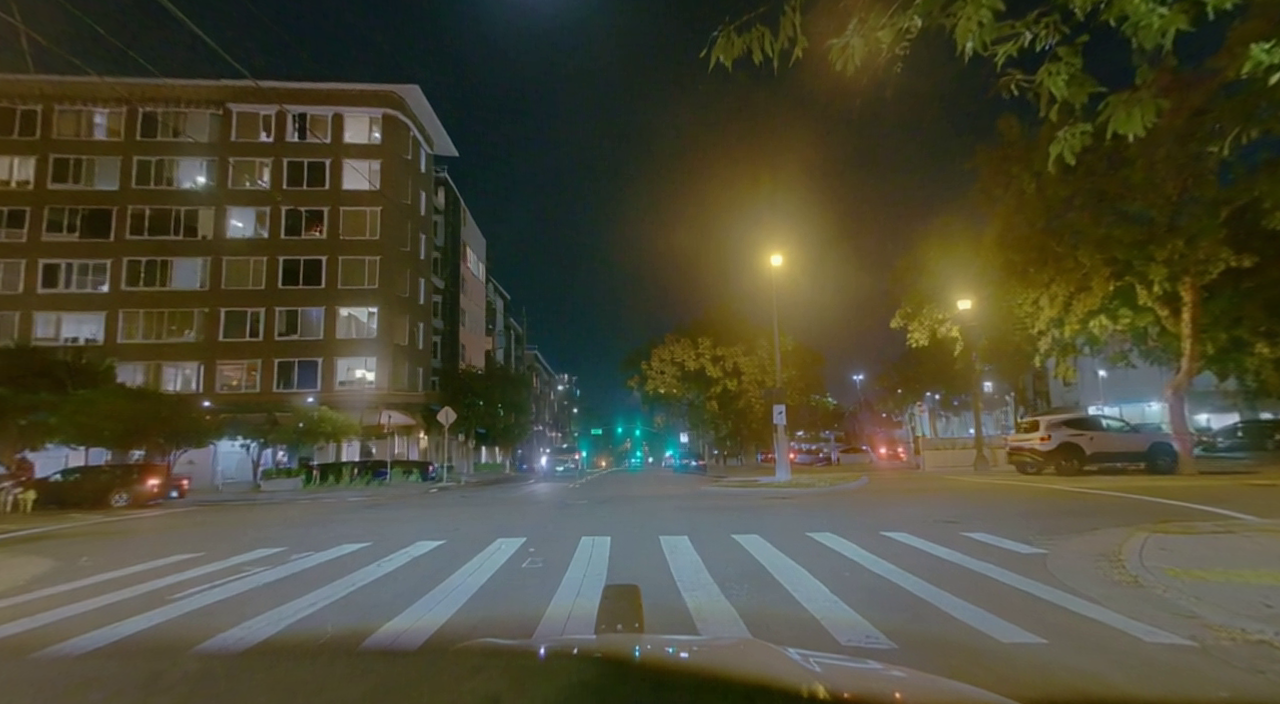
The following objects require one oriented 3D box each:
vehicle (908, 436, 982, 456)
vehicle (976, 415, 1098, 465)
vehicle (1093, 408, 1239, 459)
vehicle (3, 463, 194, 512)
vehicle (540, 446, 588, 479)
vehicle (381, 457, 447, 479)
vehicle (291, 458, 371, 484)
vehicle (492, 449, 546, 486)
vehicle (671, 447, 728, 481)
[{"bbox_3d":[23.015,7.126,47.772,4.528,1.475,2.070,0,-9,3],"label":"vehicle"},{"bbox_3d":[16.744,3.813,27.000,2.041,1.921,4.574,0,-9,-2],"label":"vehicle"},{"bbox_3d":[22.305,3.556,27.148,2.137,1.962,4.988,-1,-9,3],"label":"vehicle"},{"bbox_3d":[-17.315,4.334,20.374,4.439,1.448,1.793,0,-9,0],"label":"vehicle"},{"bbox_3d":[-4.464,6.574,37.689,2.102,1.768,4.290,-2,-9,2],"label":"vehicle"},{"bbox_3d":[-16.916,8.696,47.360,4.203,1.544,1.889,0,-8,1],"label":"vehicle"},{"bbox_3d":[-23.185,8.922,47.503,4.844,1.836,2.117,-1,-8,5],"label":"vehicle"},{"bbox_3d":[-7.615,7.282,40.251,2.193,1.814,5.061,-9,-9,0],"label":"vehicle"},{"bbox_3d":[3.216,5.884,33.478,1.942,1.603,3.785,-1,-8,23],"label":"vehicle"}]
